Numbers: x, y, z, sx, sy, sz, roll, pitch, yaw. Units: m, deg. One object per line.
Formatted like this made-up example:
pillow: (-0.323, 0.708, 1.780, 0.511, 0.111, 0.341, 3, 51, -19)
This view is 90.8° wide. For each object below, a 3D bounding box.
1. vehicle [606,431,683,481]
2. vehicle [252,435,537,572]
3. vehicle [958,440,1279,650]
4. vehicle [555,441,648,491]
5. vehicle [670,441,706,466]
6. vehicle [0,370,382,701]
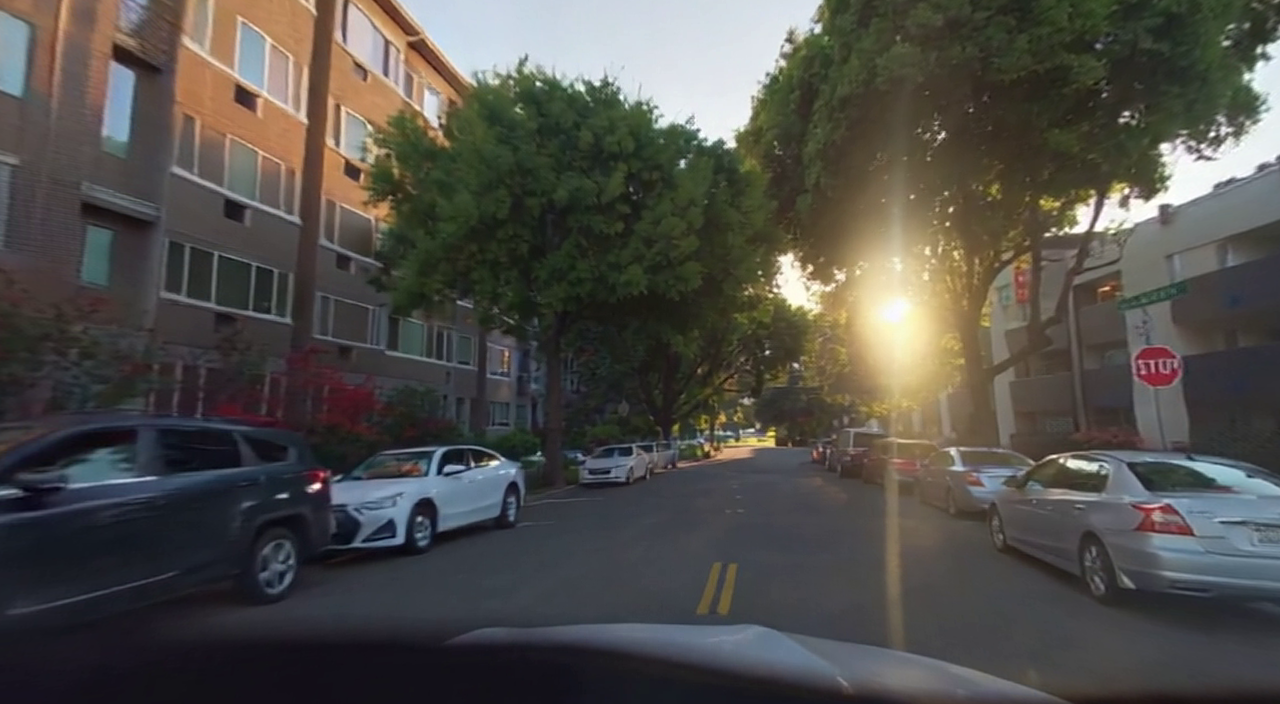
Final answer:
vehicle: (0.347, 4.355, 27.143, 2.229, 1.869, 5.791, -3, -8, 11)
vehicle: (-3.213, 2.038, 9.575, 1.902, 1.478, 4.696, -2, -7, 9)
vehicle: (5.156, 1.650, 6.553, 2.084, 1.441, 4.402, -1, -8, 10)
vehicle: (-1.137, 3.692, 20.972, 1.921, 1.463, 4.313, -2, -8, 13)
vehicle: (3.166, 6.542, 41.053, 1.939, 1.513, 4.401, -1, -8, 9)
vehicle: (-4.169, 1.168, 4.706, 1.946, 1.744, 4.584, -1, -8, 10)
